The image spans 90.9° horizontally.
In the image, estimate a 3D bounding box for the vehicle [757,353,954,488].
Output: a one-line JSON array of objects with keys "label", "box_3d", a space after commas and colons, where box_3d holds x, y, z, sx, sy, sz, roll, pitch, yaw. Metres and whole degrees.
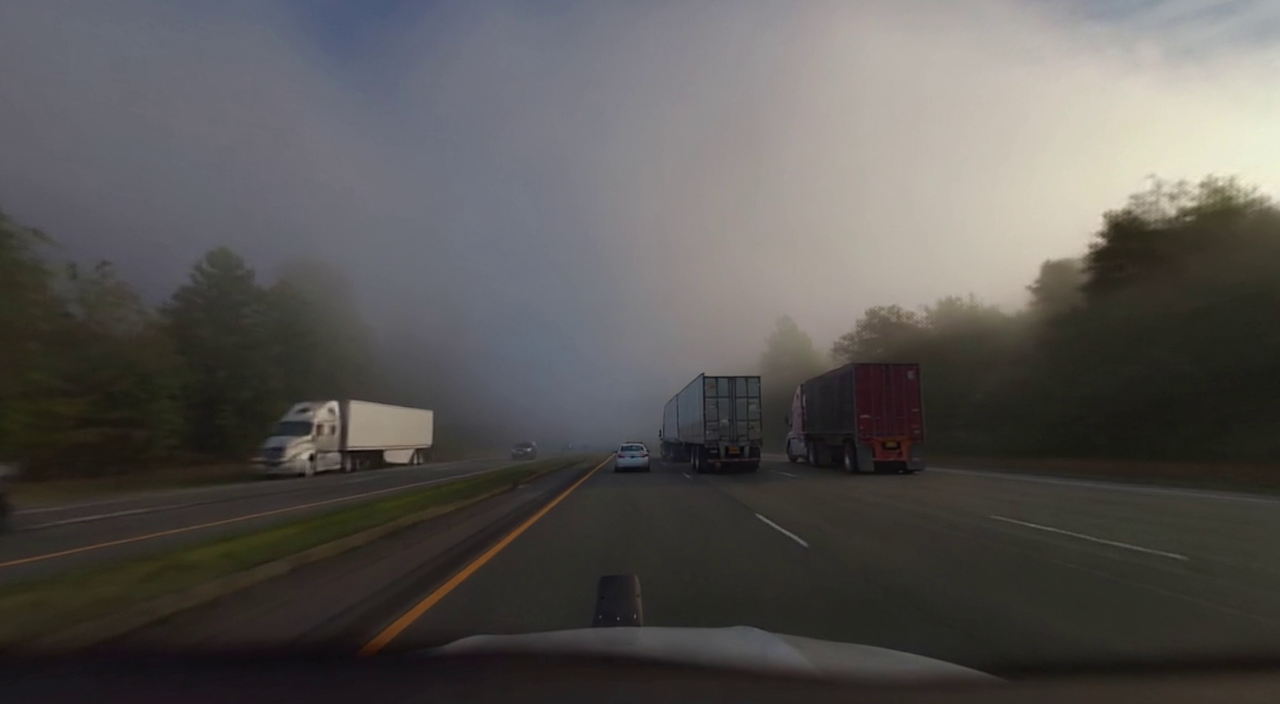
[{"label": "vehicle", "box_3d": [7.869, 2.987, 26.285, 2.876, 4.111, 14.145, 0, -8, -1]}]

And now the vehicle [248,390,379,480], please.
[{"label": "vehicle", "box_3d": [-16.917, 4.439, 33.387, 3.135, 4.207, 7.042, 0, -8, -1]}]

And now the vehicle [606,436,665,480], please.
[{"label": "vehicle", "box_3d": [-0.201, 3.894, 23.544, 2.038, 1.477, 3.773, 0, -8, -1]}]

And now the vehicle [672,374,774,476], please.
[{"label": "vehicle", "box_3d": [3.712, 3.872, 32.530, 2.888, 4.099, 14.183, 0, -8, -2]}]

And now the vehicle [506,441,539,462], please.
[{"label": "vehicle", "box_3d": [-8.985, 7.559, 48.257, 1.841, 1.488, 3.664, 0, -8, -1]}]
